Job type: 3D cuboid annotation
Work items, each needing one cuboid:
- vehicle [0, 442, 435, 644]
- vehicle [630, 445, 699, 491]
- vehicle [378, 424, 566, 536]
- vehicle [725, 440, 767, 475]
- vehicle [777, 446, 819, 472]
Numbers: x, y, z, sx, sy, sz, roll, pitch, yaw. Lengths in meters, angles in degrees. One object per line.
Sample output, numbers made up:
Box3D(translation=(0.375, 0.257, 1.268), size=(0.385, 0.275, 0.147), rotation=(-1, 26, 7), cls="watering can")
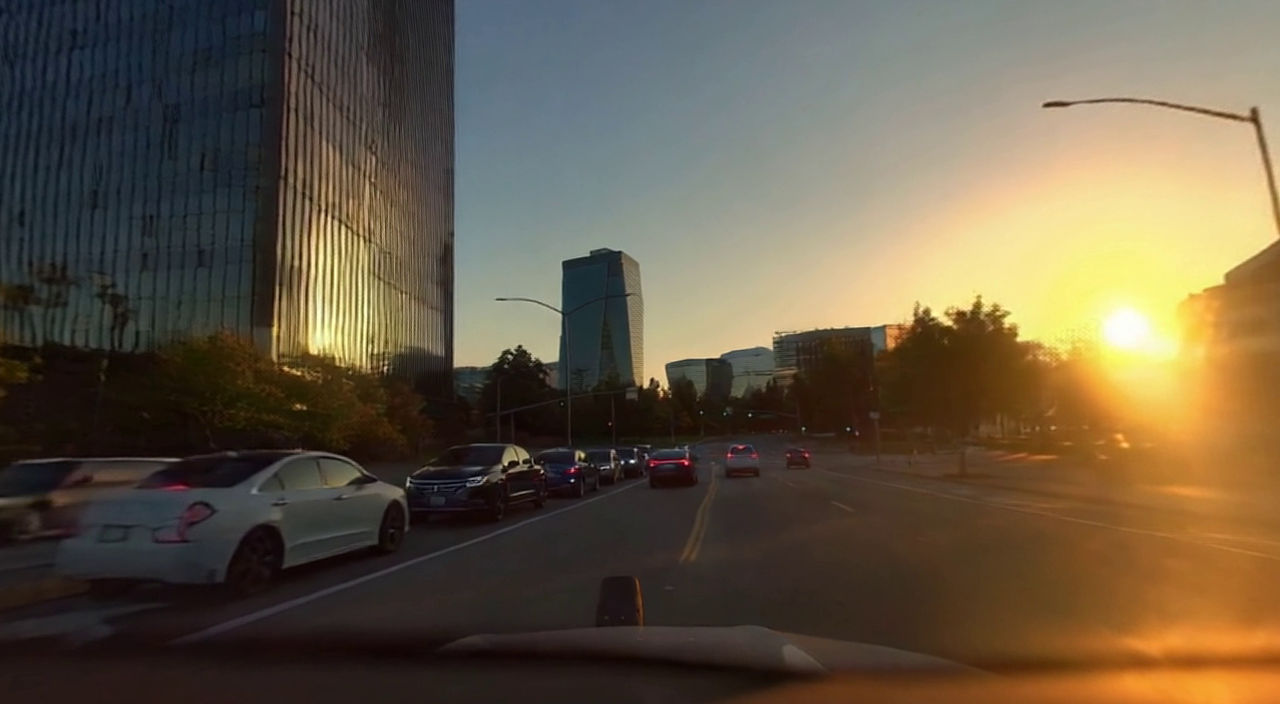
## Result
Box3D(translation=(-4.430, 1.834, 7.370), size=(1.868, 1.514, 4.870), rotation=(-1, -9, 8), cls="vehicle")
Box3D(translation=(1.035, 4.284, 23.754), size=(2.205, 1.537, 4.895), rotation=(-1, -8, 7), cls="vehicle")
Box3D(translation=(-3.327, 2.632, 13.508), size=(2.142, 1.834, 4.588), rotation=(-6, -9, 8), cls="vehicle")
Box3D(translation=(5.834, 5.796, 34.760), size=(2.102, 1.815, 4.716), rotation=(-2, -9, 8), cls="vehicle")
Box3D(translation=(10.440, 7.093, 41.783), size=(2.120, 1.497, 4.323), rotation=(-3, -9, 6), cls="vehicle")
